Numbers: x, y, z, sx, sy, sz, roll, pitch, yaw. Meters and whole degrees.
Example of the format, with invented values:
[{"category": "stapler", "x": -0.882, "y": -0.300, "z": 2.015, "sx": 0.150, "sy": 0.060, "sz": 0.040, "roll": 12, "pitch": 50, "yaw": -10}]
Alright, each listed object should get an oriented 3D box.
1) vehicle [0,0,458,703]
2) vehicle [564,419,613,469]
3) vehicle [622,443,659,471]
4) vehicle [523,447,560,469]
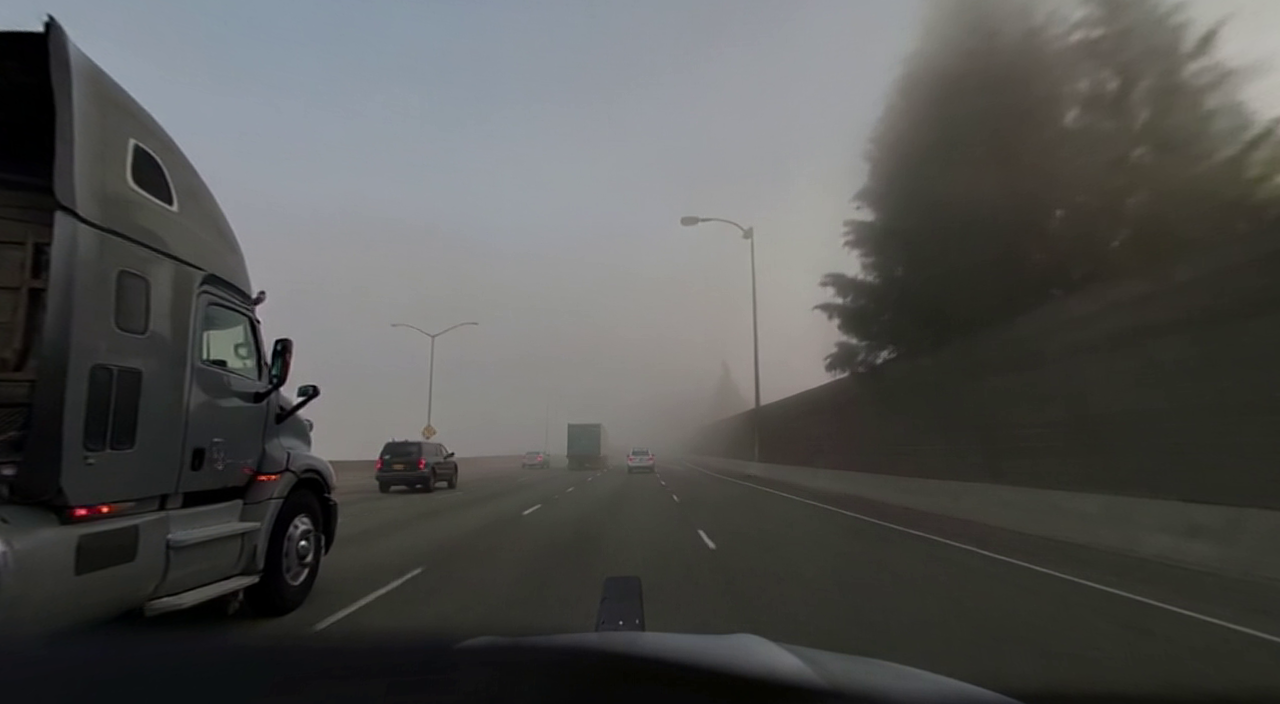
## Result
[{"category": "vehicle", "x": -3.690, "y": 0.218, "z": 2.448, "sx": 3.025, "sy": 3.266, "sz": 9.256, "roll": 0, "pitch": -9, "yaw": 1}, {"category": "vehicle", "x": -3.671, "y": 6.928, "z": 47.133, "sx": 2.956, "sy": 3.331, "sz": 9.575, "roll": 0, "pitch": -9, "yaw": -1}, {"category": "vehicle", "x": 0.052, "y": 6.404, "z": 38.589, "sx": 2.178, "sy": 1.640, "sz": 4.071, "roll": 0, "pitch": -9, "yaw": 1}, {"category": "vehicle", "x": -7.240, "y": 7.830, "z": 46.615, "sx": 1.962, "sy": 1.489, "sz": 4.002, "roll": 0, "pitch": -9, "yaw": 1}]
